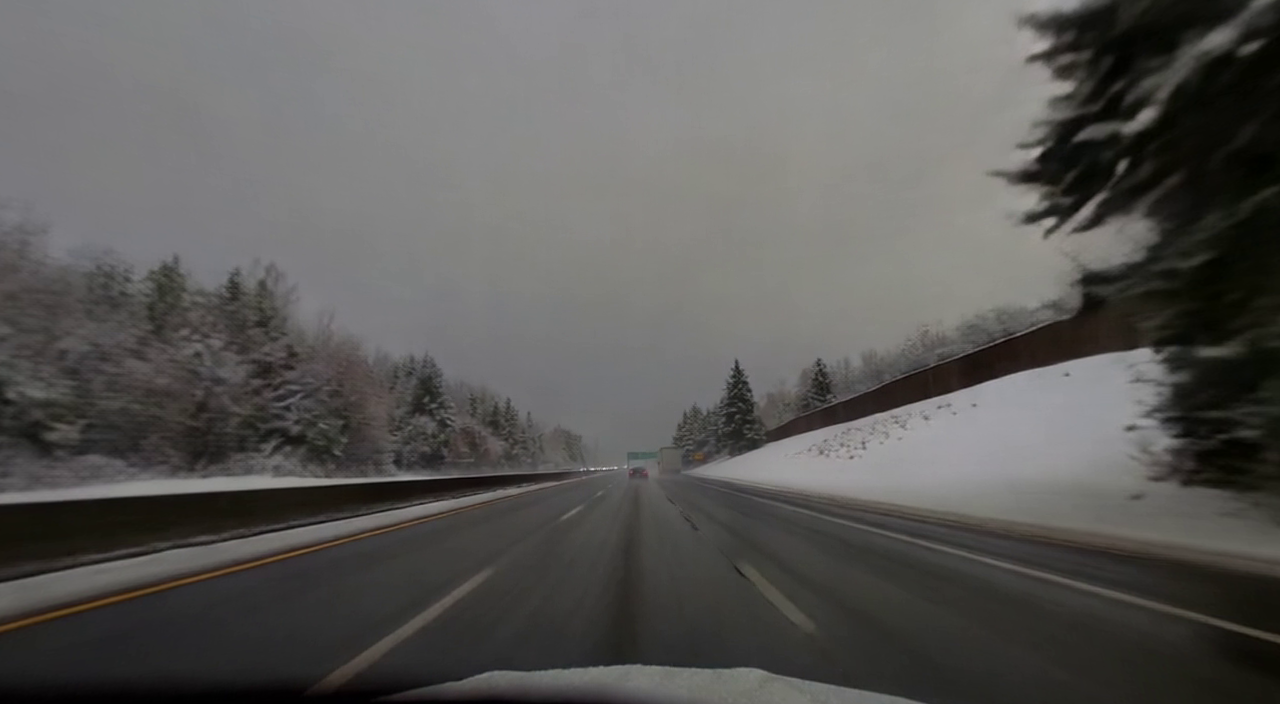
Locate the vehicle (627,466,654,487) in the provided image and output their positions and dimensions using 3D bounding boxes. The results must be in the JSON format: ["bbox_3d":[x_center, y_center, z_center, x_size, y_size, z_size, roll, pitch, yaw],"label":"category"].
[{"bbox_3d":[0.037,9.592,48.586,2.015,1.478,3.920,1,-10,-1],"label":"vehicle"}]
